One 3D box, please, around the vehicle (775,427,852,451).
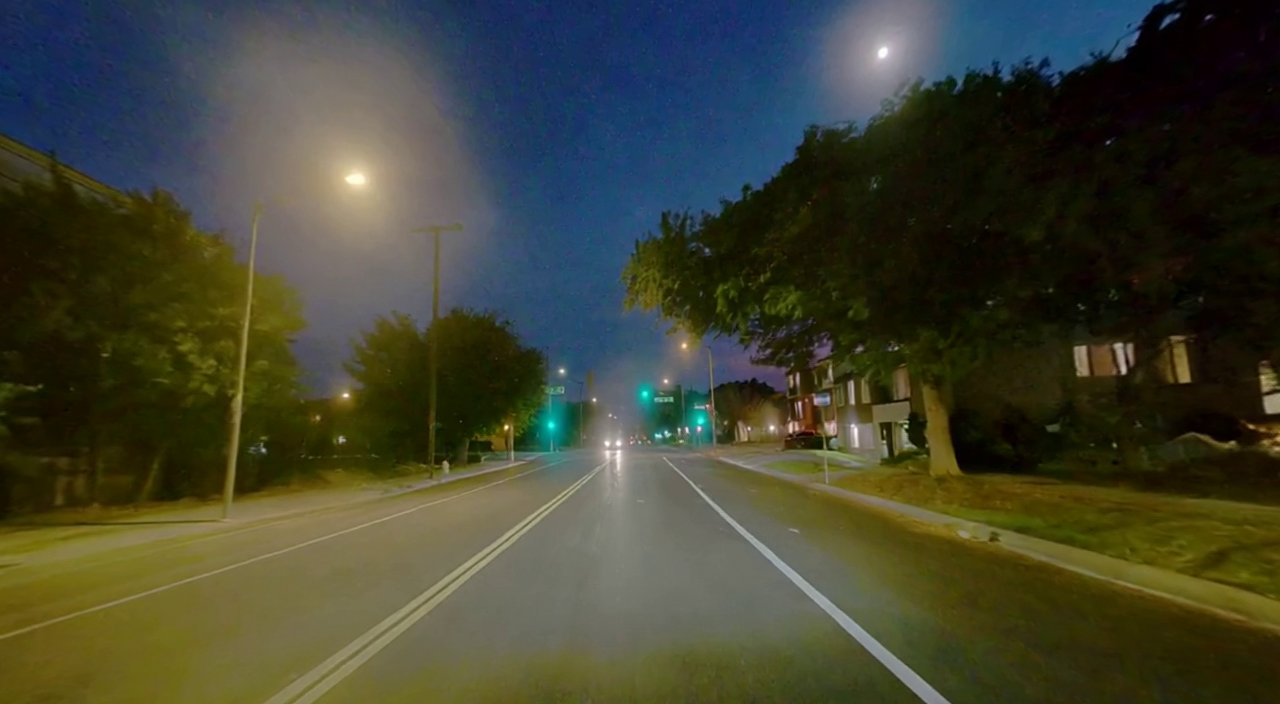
[{"bbox_3d":[12.704,6.411,46.427,4.908,1.521,2.108,-1,-8,-3],"label":"vehicle"}]
